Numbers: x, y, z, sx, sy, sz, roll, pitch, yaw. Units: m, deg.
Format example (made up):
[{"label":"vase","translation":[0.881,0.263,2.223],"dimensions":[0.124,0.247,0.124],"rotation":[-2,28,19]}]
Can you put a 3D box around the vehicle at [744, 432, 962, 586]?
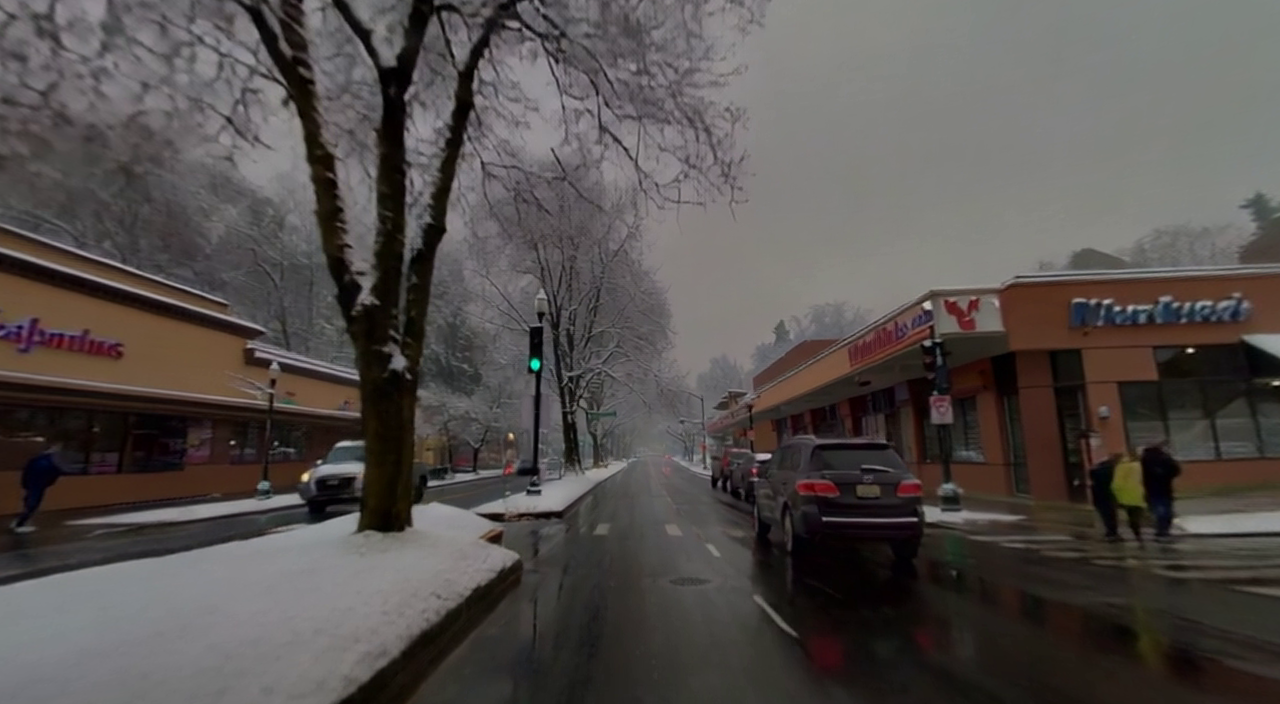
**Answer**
[{"label":"vehicle","translation":[2.573,1.930,8.388],"dimensions":[1.822,1.654,2.794],"rotation":[0,-8,-1]}]

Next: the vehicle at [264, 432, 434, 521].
[{"label":"vehicle","translation":[-8.693,3.744,19.778],"dimensions":[2.489,2.323,5.843],"rotation":[0,-8,0]}]

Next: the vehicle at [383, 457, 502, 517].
[{"label":"vehicle","translation":[-5.668,3.920,18.839],"dimensions":[1.983,1.438,4.559],"rotation":[0,-8,1]}]
